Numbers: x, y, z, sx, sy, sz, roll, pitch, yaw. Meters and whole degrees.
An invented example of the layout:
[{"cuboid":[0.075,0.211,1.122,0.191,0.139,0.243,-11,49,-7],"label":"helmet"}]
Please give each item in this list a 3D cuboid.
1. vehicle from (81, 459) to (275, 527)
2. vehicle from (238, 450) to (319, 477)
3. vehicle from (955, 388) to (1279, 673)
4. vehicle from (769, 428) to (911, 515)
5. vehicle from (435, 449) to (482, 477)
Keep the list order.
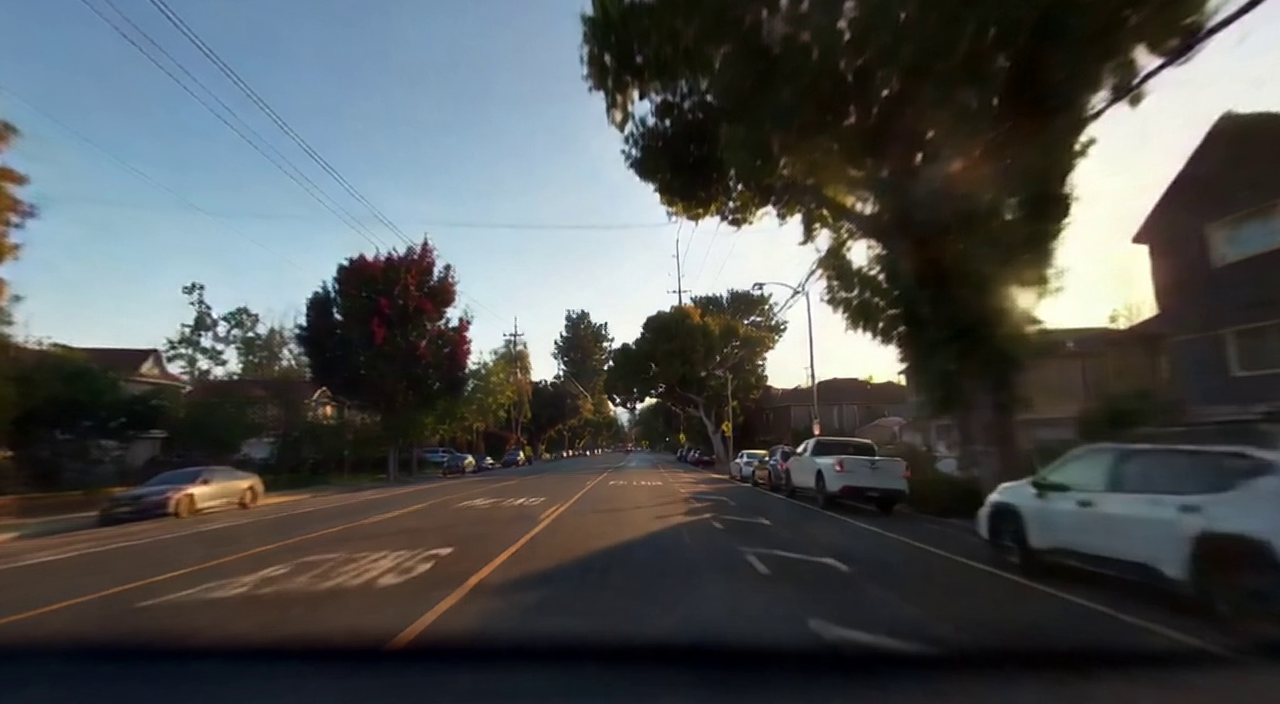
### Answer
[{"cuboid":[-12.168,3.702,17.024,1.865,1.479,4.325,0,-8,2],"label":"vehicle"},{"cuboid":[-22.223,6.875,38.788,3.745,1.598,1.927,1,-9,-4],"label":"vehicle"},{"cuboid":[5.220,1.430,5.852,2.033,1.845,4.940,0,-9,0],"label":"vehicle"},{"cuboid":[4.980,3.047,16.545,2.123,1.928,4.752,0,-9,-1],"label":"vehicle"},{"cuboid":[-12.321,7.572,43.030,1.999,1.650,4.381,-3,-9,-2],"label":"vehicle"}]
